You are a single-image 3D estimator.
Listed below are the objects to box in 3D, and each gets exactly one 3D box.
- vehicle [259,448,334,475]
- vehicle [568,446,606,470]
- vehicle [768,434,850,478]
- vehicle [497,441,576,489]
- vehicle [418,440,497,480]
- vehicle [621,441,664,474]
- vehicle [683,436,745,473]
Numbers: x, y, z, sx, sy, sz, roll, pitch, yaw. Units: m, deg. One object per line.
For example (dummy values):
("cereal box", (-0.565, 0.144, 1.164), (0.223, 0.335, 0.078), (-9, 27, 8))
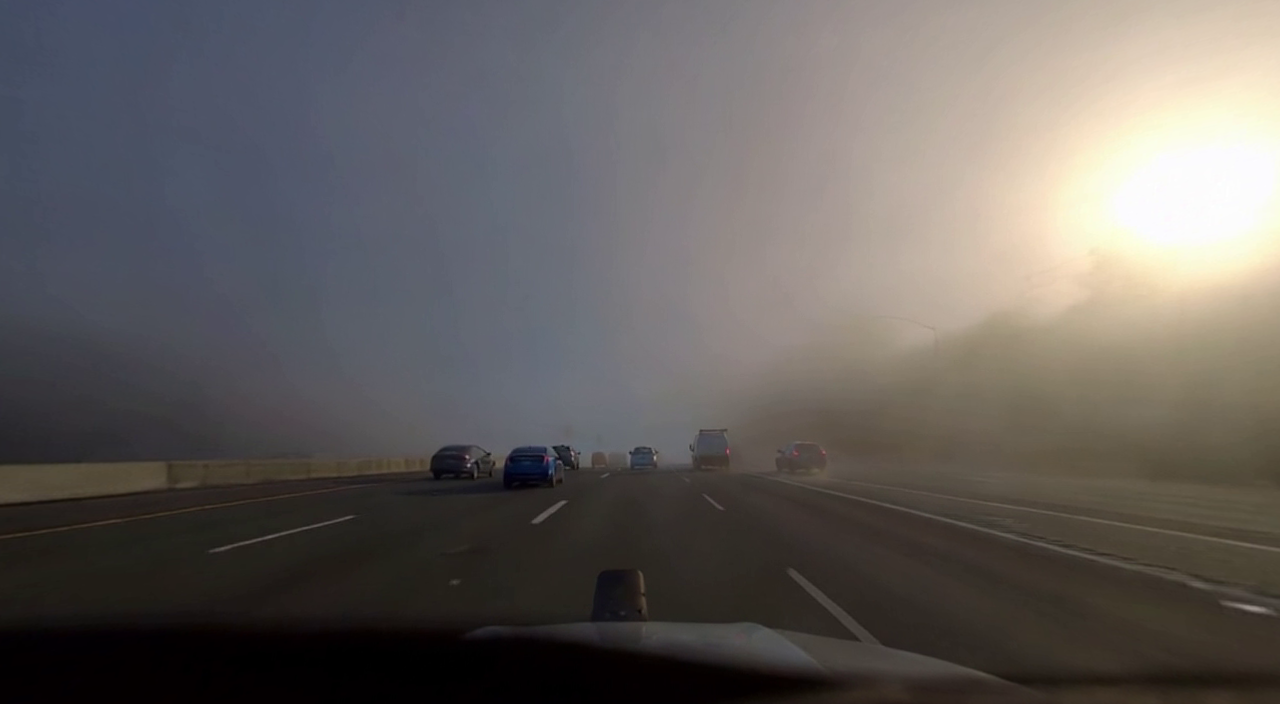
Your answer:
("vehicle", (-20.794, 6.606, 38.389), (1.882, 1.529, 4.630), (0, -9, 1))
("vehicle", (-3.388, 6.867, 41.150), (1.987, 1.466, 4.341), (0, -9, 1))
("vehicle", (7.687, 4.817, 29.414), (2.304, 1.840, 5.706), (0, -9, 1))
("vehicle", (-3.480, 3.880, 21.970), (1.970, 1.483, 4.071), (0, -9, 1))
("vehicle", (-7.647, 4.566, 26.913), (1.961, 1.562, 4.301), (0, -9, 1))
("vehicle", (0.144, 5.596, 33.597), (2.115, 1.617, 4.102), (0, -9, 0))
("vehicle", (3.945, 5.659, 34.964), (2.777, 1.895, 5.710), (0, -9, 0))
